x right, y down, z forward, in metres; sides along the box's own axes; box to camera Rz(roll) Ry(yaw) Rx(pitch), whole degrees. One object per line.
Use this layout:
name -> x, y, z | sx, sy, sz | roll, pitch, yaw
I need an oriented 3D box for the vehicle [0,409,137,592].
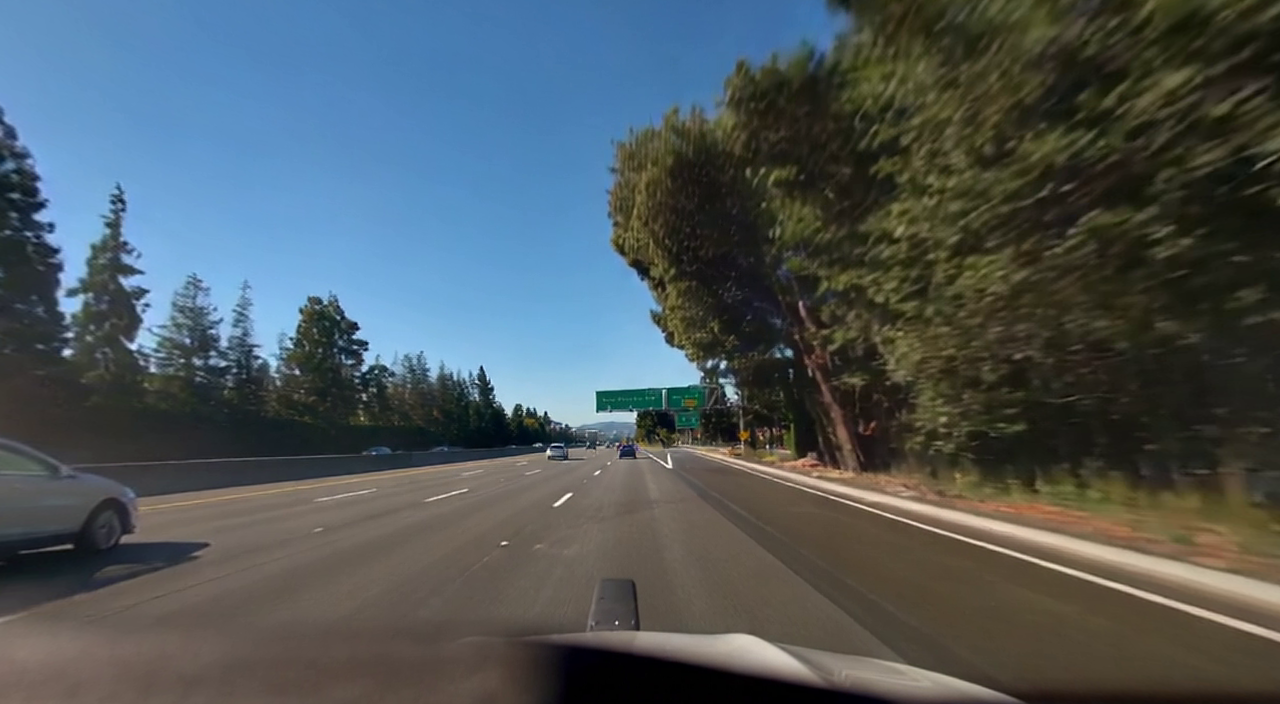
vehicle -> -6.674, 1.168, 4.637 | 2.016, 1.606, 4.806 | 0, -9, -1
